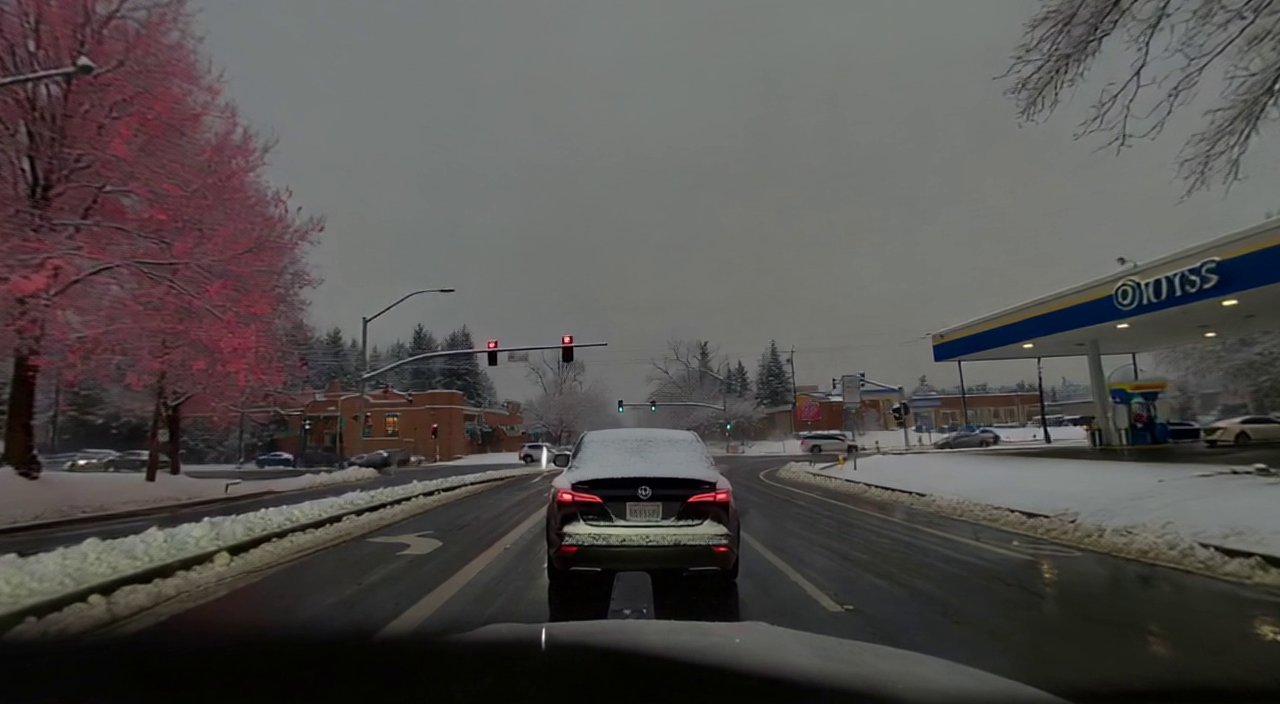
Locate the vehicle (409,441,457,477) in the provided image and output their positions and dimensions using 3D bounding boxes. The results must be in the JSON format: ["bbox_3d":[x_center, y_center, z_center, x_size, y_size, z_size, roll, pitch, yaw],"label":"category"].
[{"bbox_3d":[-11.461,5.930,35.244,2.019,1.867,4.660,2,-8,-12],"label":"vehicle"}]

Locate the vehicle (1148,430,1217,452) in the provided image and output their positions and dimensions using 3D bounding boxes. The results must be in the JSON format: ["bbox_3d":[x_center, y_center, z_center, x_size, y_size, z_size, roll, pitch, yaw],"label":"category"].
[{"bbox_3d":[40.948,6.737,47.649,3.573,1.432,1.604,-3,-8,3],"label":"vehicle"}]

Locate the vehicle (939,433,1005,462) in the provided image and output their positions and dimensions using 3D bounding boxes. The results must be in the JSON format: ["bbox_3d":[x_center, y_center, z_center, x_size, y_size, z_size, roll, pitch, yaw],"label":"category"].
[{"bbox_3d":[18.385,5.275,34.838,2.053,1.495,4.091,-8,-12,43],"label":"vehicle"}]

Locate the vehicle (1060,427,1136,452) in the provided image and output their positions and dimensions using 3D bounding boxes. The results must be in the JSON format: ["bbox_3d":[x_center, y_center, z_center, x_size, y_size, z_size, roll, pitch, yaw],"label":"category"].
[{"bbox_3d":[34.748,6.610,47.856,4.294,1.557,1.744,-4,-7,1],"label":"vehicle"}]

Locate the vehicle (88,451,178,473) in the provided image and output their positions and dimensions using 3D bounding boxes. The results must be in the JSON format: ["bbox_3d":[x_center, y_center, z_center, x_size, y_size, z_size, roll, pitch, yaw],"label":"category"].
[{"bbox_3d":[-36.918,7.972,46.030,1.889,1.455,4.813,-2,-9,15],"label":"vehicle"}]

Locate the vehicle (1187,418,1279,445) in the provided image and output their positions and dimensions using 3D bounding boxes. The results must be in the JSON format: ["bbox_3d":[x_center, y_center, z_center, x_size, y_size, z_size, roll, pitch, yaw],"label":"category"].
[{"bbox_3d":[36.318,4.895,38.483,1.848,1.581,4.475,0,-8,2],"label":"vehicle"}]

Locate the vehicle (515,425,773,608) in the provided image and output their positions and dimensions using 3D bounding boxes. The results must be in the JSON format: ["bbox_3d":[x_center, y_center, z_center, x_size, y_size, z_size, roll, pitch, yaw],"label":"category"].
[{"bbox_3d":[0.010,1.652,7.275,2.112,1.482,4.057,0,-8,-1],"label":"vehicle"}]
